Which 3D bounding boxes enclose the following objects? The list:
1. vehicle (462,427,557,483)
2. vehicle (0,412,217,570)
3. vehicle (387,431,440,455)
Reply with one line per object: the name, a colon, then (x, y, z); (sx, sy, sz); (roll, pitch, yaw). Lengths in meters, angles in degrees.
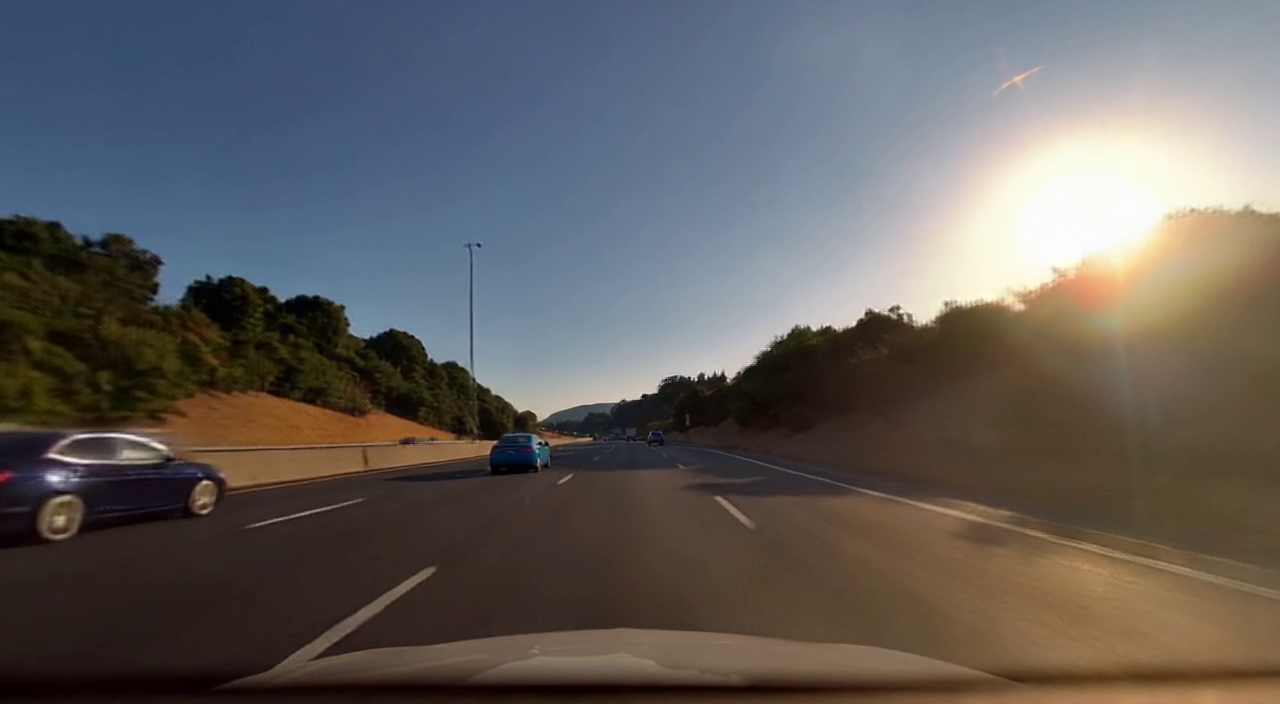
vehicle: (-3.853, 3.109, 19.448); (2.026, 1.517, 4.325); (0, -8, 0)
vehicle: (-7.264, 1.462, 6.954); (1.983, 1.535, 4.652); (0, -8, -1)
vehicle: (-16.181, 6.504, 45.249); (2.128, 1.585, 4.592); (0, -8, -1)
